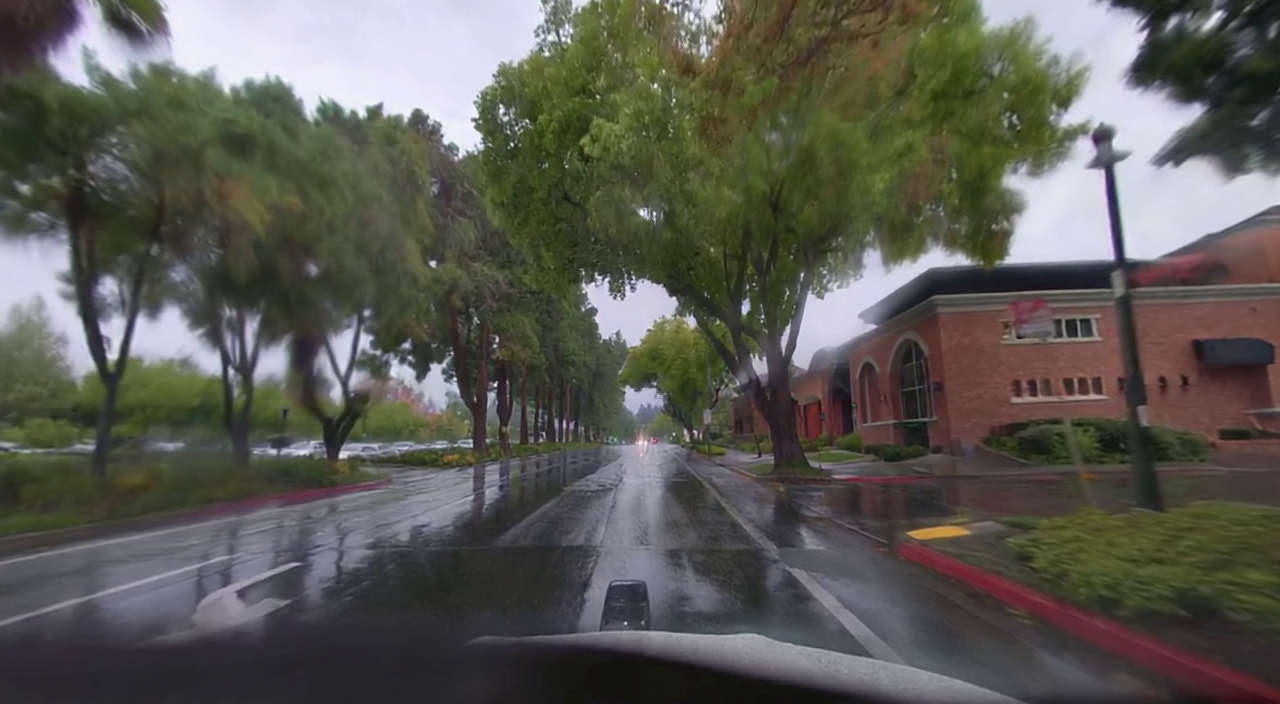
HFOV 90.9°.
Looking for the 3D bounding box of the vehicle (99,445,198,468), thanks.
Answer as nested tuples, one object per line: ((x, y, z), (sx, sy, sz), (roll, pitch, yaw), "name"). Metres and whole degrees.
((-32.716, 6.979, 42.073), (4.704, 1.448, 2.199), (0, -8, -2), "vehicle")

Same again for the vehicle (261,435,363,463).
((-18.937, 5.609, 36.535), (4.699, 1.558, 2.113), (-1, -9, 4), "vehicle")
